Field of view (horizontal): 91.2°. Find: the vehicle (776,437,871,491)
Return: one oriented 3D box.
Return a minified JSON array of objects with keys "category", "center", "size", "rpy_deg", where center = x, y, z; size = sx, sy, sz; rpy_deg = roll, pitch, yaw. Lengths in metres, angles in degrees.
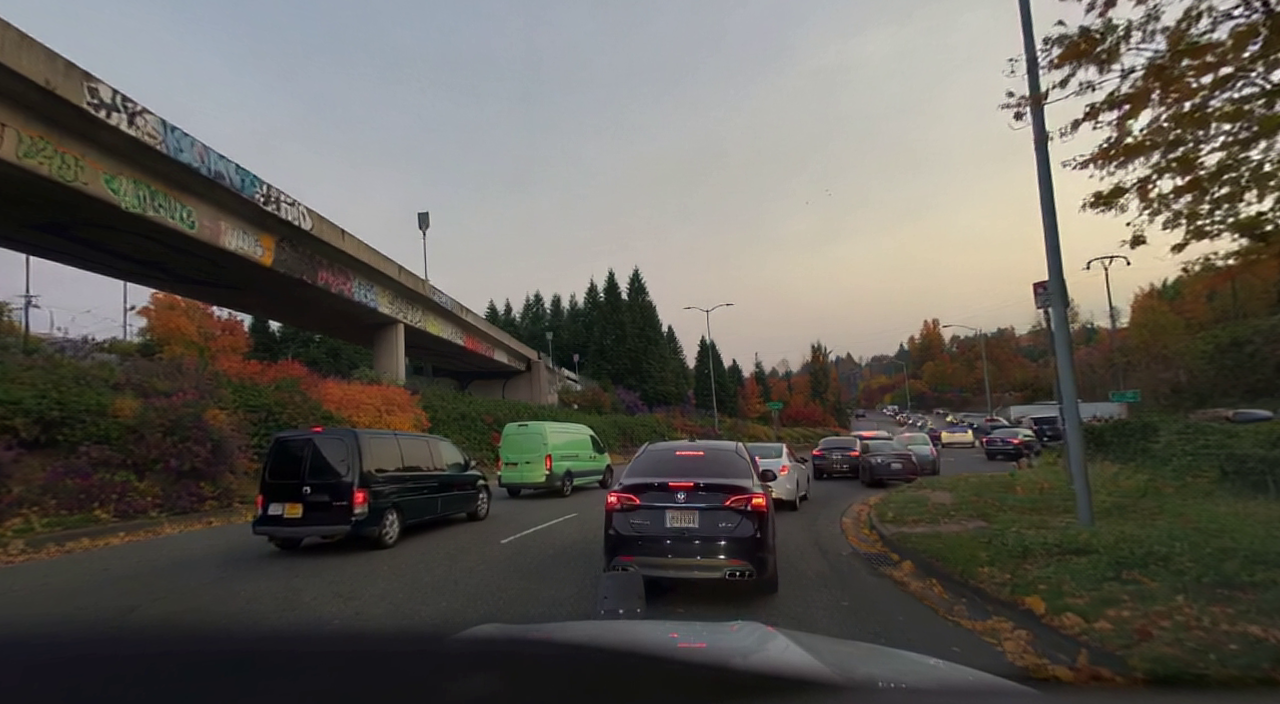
[{"category":"vehicle","center":[5.642,3.339,18.961],"size":[1.780,1.446,3.902],"rpy_deg":[-6,-10,30]}]

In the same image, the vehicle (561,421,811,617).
[{"category":"vehicle","center":[0.777,1.630,7.008],"size":[2.064,1.515,3.722],"rpy_deg":[-3,-9,14]}]

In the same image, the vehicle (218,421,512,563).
[{"category":"vehicle","center":[-3.562,1.891,9.146],"size":[1.921,1.554,4.081],"rpy_deg":[-2,-9,10]}]

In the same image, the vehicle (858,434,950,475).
[{"category":"vehicle","center":[10.563,4.071,24.956],"size":[3.934,1.485,1.763],"rpy_deg":[8,-12,-42]}]
